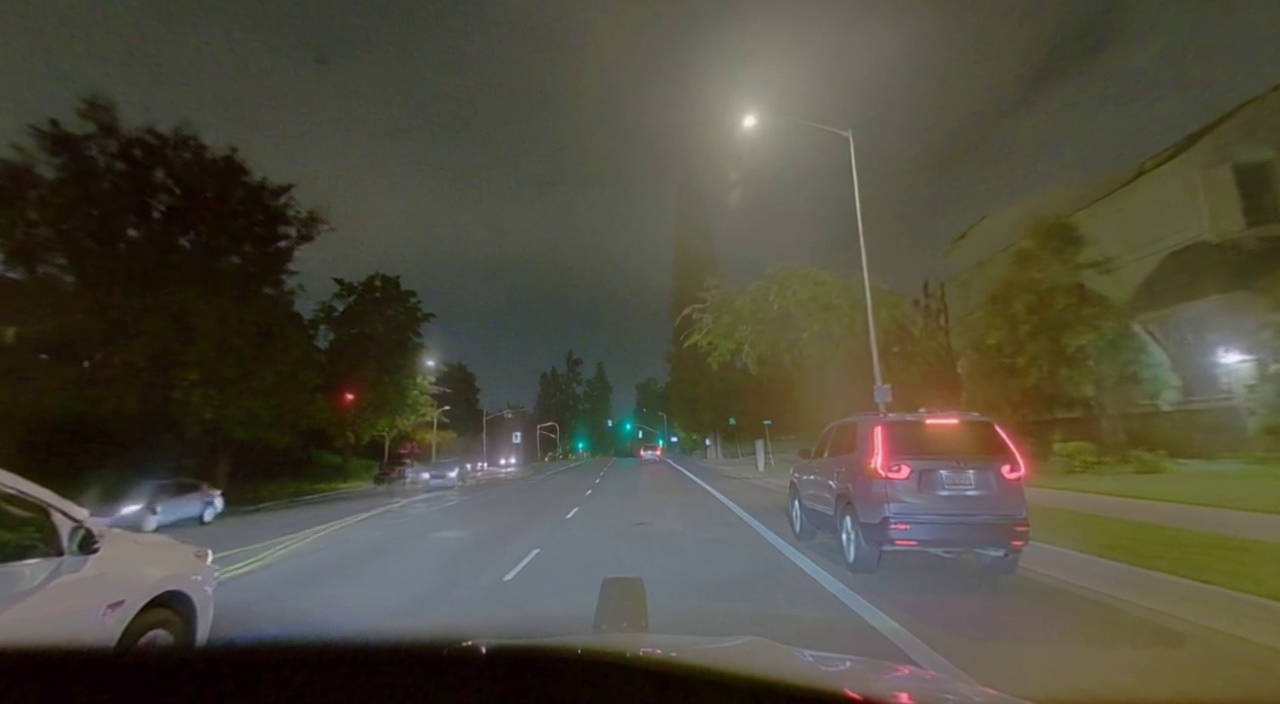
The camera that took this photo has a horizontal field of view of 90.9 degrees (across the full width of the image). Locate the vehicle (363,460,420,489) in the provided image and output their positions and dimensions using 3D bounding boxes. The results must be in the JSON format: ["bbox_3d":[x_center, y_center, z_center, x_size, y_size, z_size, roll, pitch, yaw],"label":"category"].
[{"bbox_3d":[-14.488,7.136,37.009,1.839,1.496,4.338,0,-9,-4],"label":"vehicle"}]

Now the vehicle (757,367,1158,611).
[{"bbox_3d":[3.227,1.585,8.245,2.338,2.063,5.592,0,-9,1],"label":"vehicle"}]

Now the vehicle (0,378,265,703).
[{"bbox_3d":[-3.409,0.838,1.639,2.058,1.659,4.514,0,-9,0],"label":"vehicle"}]

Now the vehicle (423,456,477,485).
[{"bbox_3d":[-11.028,6.870,36.897,1.928,1.482,4.649,0,-9,-3],"label":"vehicle"}]
